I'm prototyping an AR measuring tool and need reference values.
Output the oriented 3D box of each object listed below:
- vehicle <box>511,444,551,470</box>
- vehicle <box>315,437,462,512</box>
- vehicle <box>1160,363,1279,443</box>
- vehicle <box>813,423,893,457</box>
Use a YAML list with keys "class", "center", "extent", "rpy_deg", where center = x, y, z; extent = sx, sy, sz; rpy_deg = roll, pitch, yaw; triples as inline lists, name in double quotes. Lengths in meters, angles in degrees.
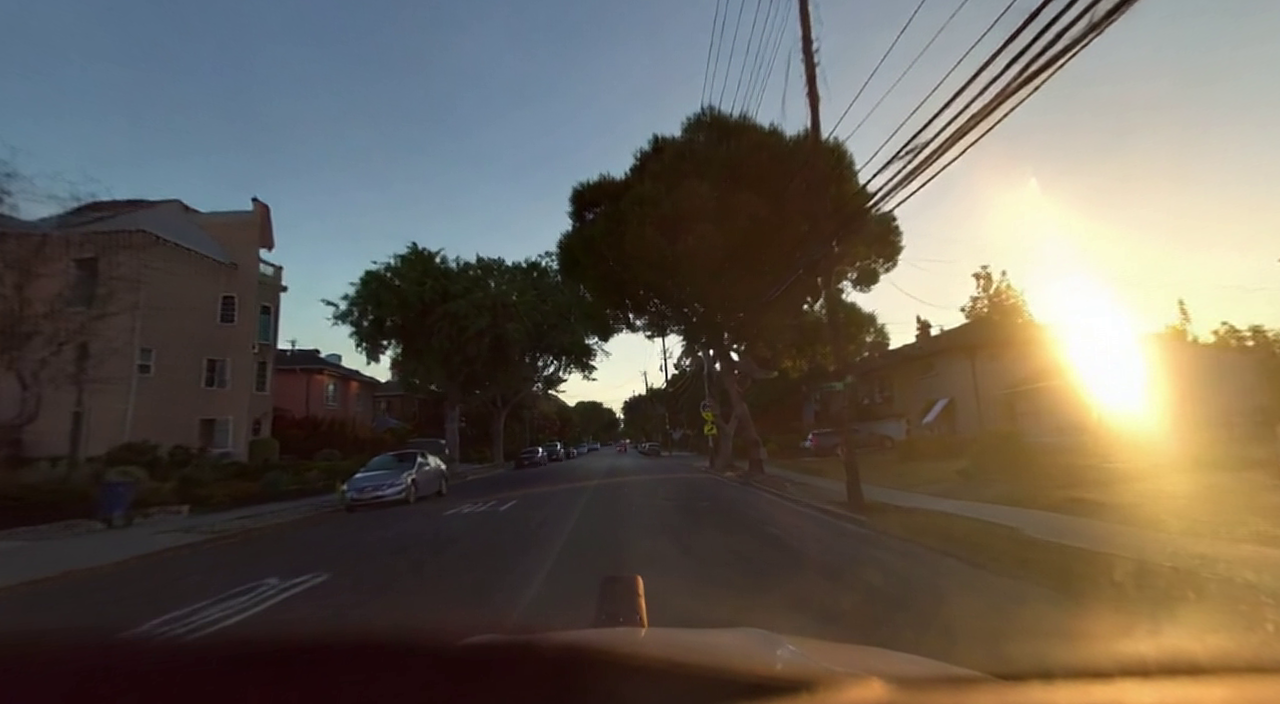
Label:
- class: "vehicle"
  center: [-7.453, 7.214, 43.539]
  extent: [2.041, 1.587, 3.920]
  rpy_deg: [-2, -8, 0]
- class: "vehicle"
  center: [-6.924, 3.391, 18.167]
  extent: [2.162, 1.757, 5.201]
  rpy_deg: [-2, -8, -1]
- class: "vehicle"
  center: [30.470, 2.512, 30.179]
  extent: [2.916, 3.552, 9.445]
  rpy_deg: [0, -8, -2]
- class: "vehicle"
  center: [13.031, 5.411, 38.700]
  extent: [4.145, 1.767, 1.880]
  rpy_deg: [-8, -9, 29]
